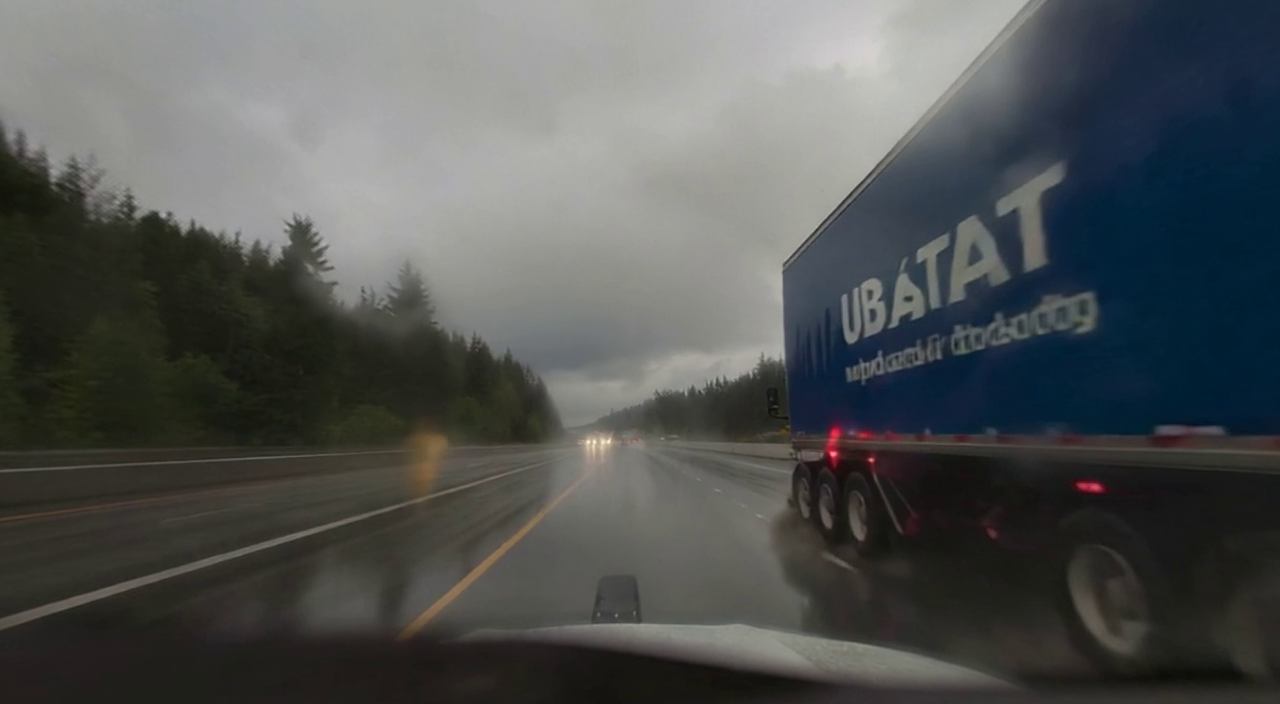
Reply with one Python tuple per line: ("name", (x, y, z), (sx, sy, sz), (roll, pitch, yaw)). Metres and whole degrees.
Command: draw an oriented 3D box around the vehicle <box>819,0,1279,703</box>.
("vehicle", (3.897, -0.296, 2.600), (2.965, 3.887, 10.328), (0, -8, -2))
